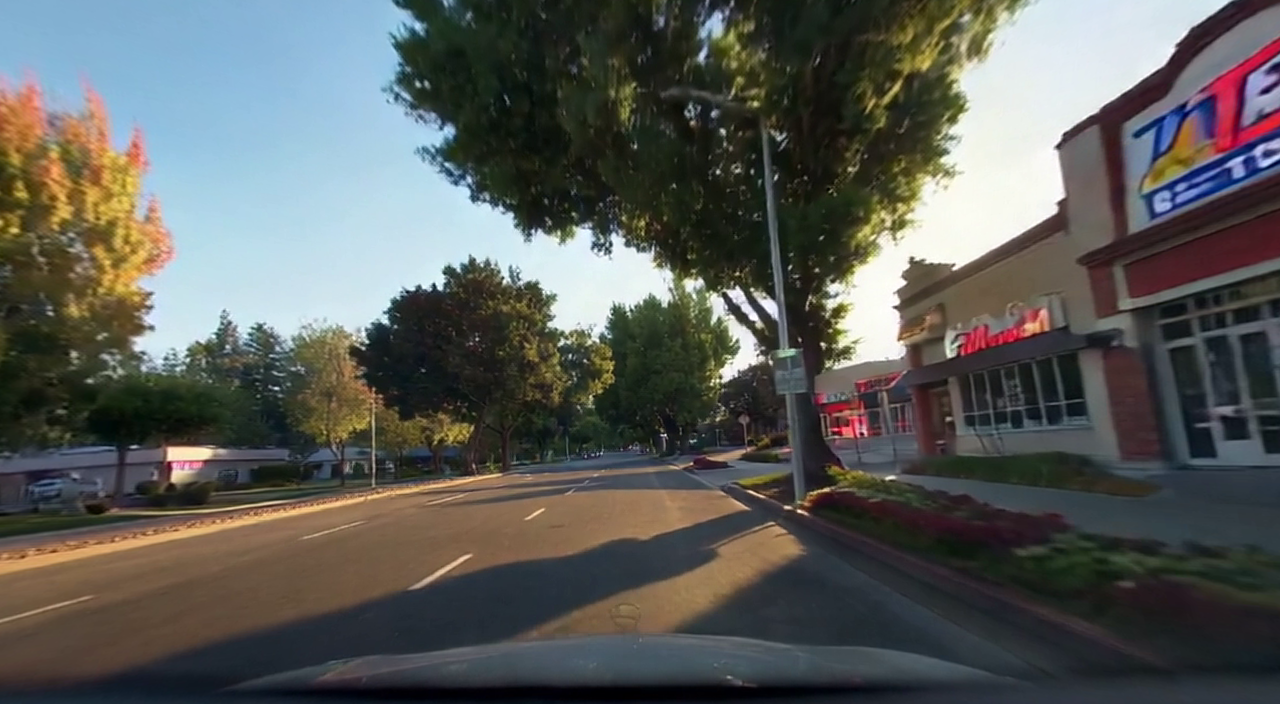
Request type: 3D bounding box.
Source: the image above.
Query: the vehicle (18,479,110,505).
[{"bbox_3d":[-40.546,9.882,44.549,1.902,1.627,4.330,-12,-17,38],"label":"vehicle"}]
